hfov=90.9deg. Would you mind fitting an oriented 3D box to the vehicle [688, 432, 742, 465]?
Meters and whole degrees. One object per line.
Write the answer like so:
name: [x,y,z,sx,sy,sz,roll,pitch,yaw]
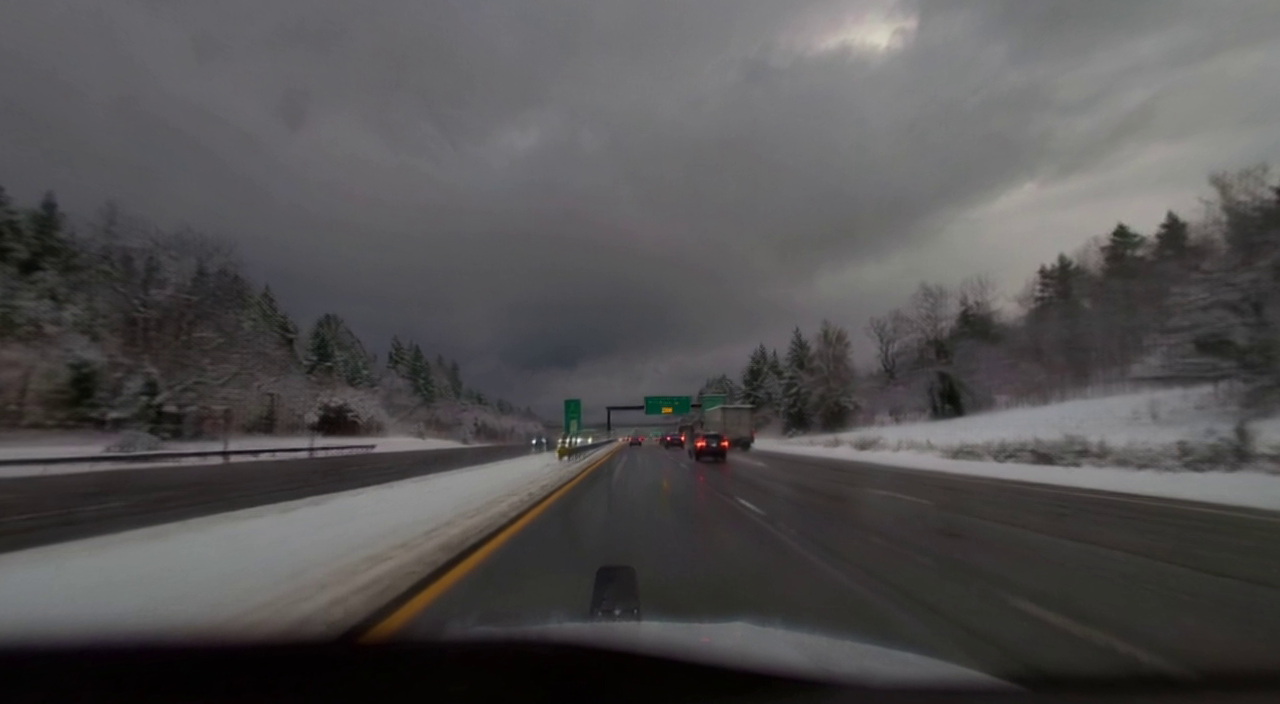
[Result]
vehicle: [3.734,4.869,32.032,1.986,1.501,4.529,0,-8,-2]
